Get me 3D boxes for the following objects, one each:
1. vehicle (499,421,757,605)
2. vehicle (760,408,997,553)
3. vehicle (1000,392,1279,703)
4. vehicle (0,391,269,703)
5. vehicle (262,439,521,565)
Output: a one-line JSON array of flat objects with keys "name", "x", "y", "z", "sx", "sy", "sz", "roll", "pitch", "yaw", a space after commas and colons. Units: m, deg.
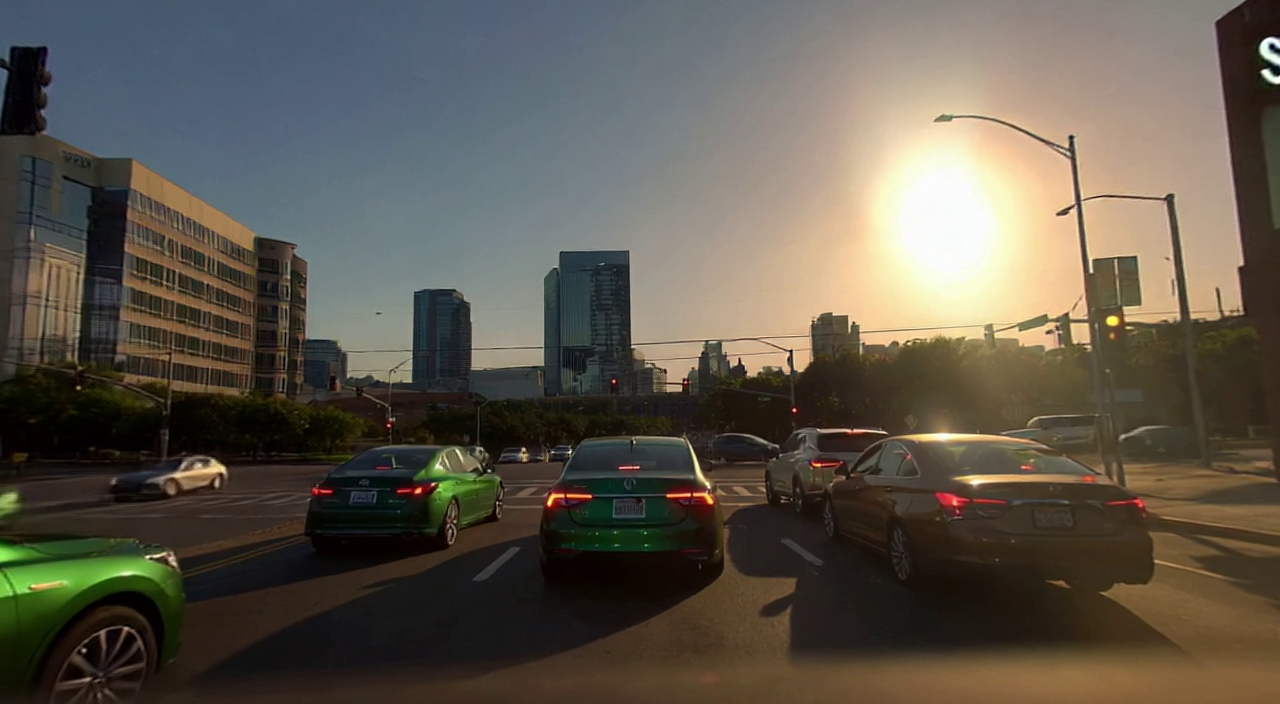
[{"name": "vehicle", "x": -0.134, "y": 1.645, "z": 7.364, "sx": 2.140, "sy": 1.499, "sz": 4.119, "roll": 0, "pitch": -8, "yaw": -1}, {"name": "vehicle", "x": 3.306, "y": 1.868, "z": 9.813, "sx": 1.992, "sy": 1.744, "sz": 4.183, "roll": 0, "pitch": -8, "yaw": -1}, {"name": "vehicle", "x": 3.942, "y": 0.970, "z": 3.115, "sx": 1.800, "sy": 1.519, "sz": 4.198, "roll": 0, "pitch": -8, "yaw": 0}, {"name": "vehicle", "x": -3.479, "y": 0.849, "z": 1.844, "sx": 2.016, "sy": 1.547, "sz": 4.414, "roll": 0, "pitch": -8, "yaw": 1}, {"name": "vehicle", "x": -3.301, "y": 2.069, "z": 9.540, "sx": 1.995, "sy": 1.436, "sz": 4.373, "roll": -1, "pitch": -8, "yaw": 2}]
